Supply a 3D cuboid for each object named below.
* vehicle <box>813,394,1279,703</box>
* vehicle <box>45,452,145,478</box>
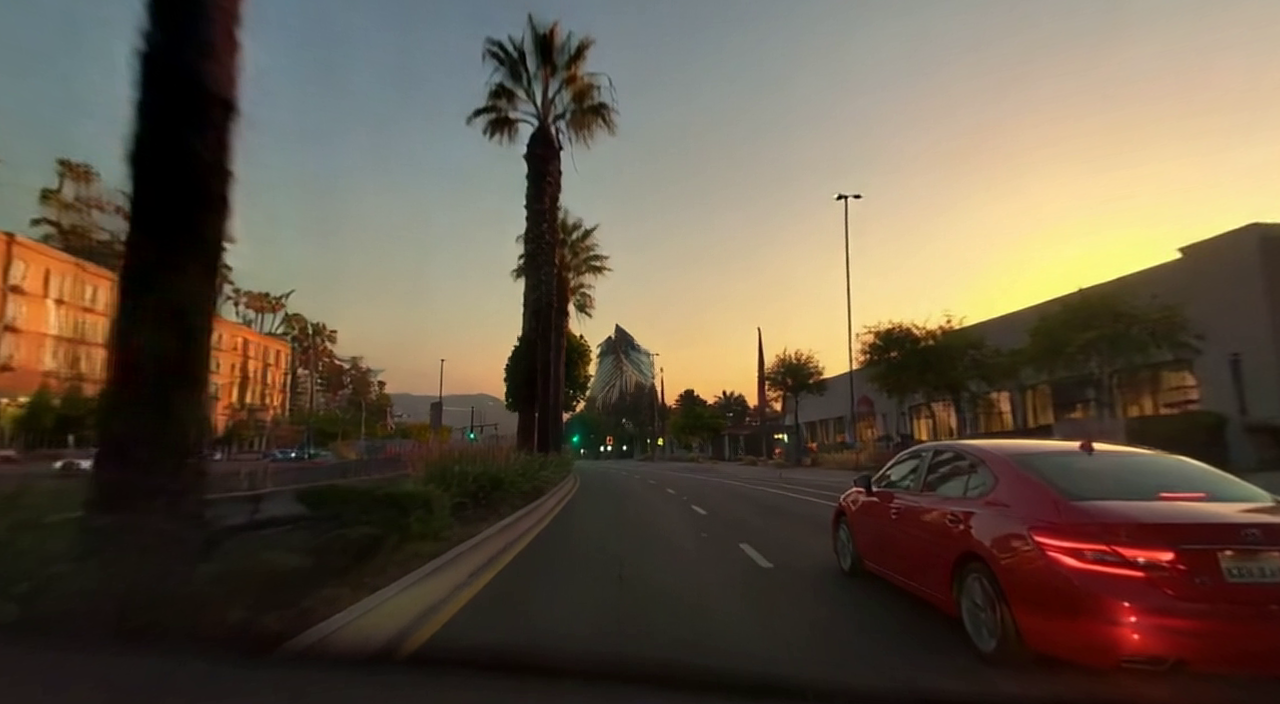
[{"bbox_3d":[2.978,1.292,5.096,1.867,1.554,4.301,0,-8,-1],"label":"vehicle"},{"bbox_3d":[-37.759,7.808,43.886,2.294,1.634,5.499,0,-8,-3],"label":"vehicle"}]
